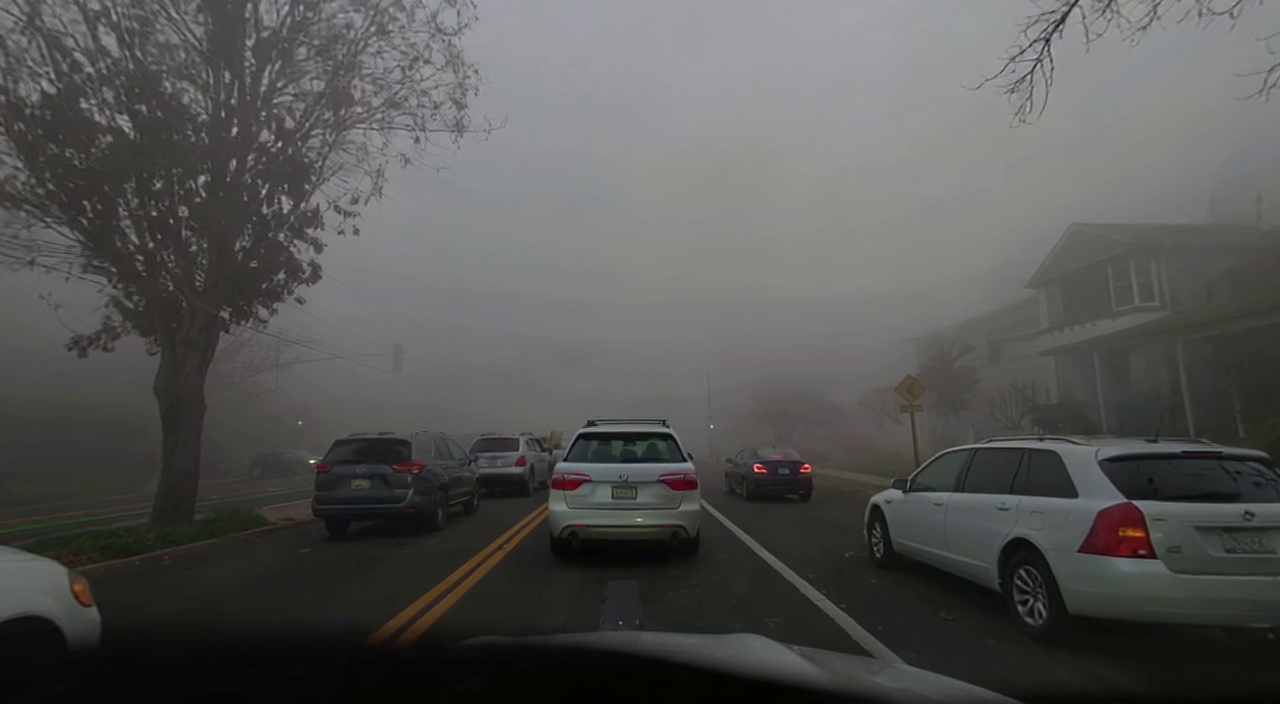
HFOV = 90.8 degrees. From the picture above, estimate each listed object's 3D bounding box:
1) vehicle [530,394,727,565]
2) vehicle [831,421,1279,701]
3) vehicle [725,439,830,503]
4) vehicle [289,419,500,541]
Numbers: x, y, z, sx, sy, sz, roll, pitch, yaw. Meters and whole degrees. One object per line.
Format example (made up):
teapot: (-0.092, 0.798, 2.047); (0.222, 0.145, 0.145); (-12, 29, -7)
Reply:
vehicle: (-0.224, 1.709, 9.173); (2.164, 1.867, 4.254); (0, -8, -3)
vehicle: (3.479, 1.460, 5.756); (1.977, 1.480, 4.589); (0, -8, -1)
vehicle: (3.504, 3.097, 16.878); (1.880, 1.476, 3.932); (0, -8, -1)
vehicle: (-3.711, 2.005, 10.530); (1.864, 1.576, 4.324); (0, -8, -2)
